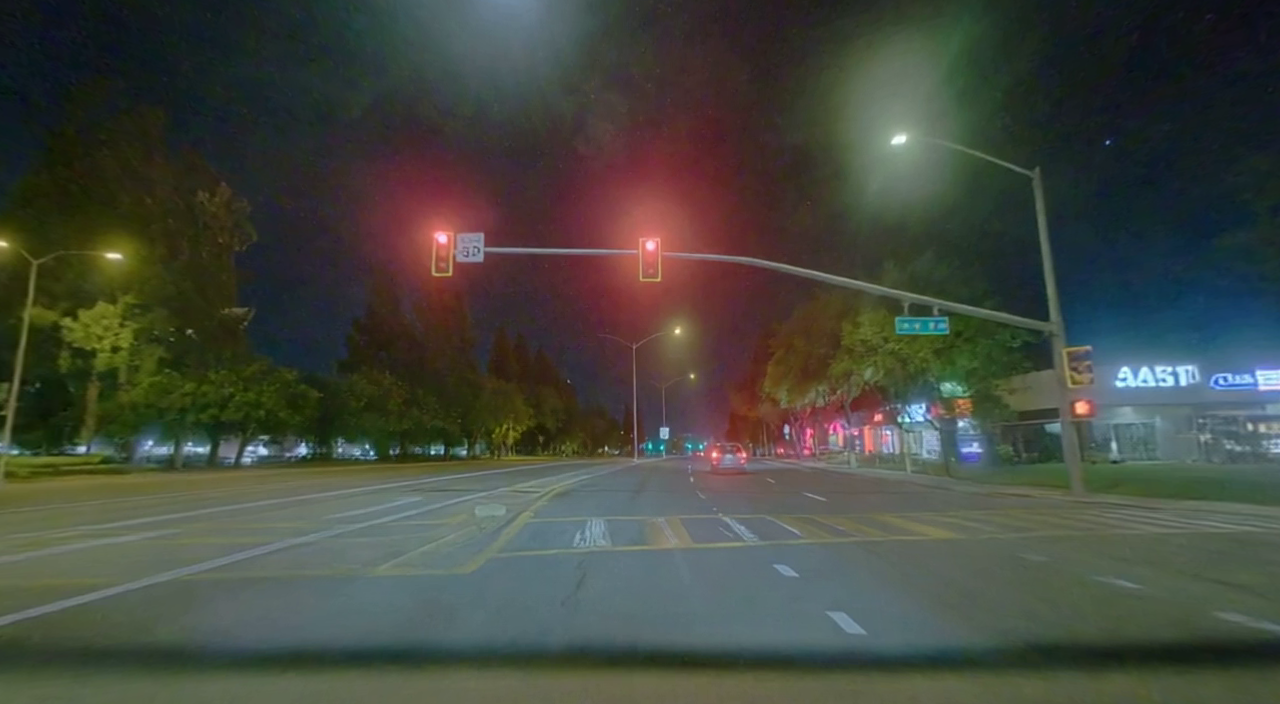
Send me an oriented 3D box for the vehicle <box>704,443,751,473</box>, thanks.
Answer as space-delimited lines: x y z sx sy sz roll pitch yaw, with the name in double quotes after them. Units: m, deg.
4.666 5.748 34.307 2.015 1.479 4.444 0 -9 1 "vehicle"
